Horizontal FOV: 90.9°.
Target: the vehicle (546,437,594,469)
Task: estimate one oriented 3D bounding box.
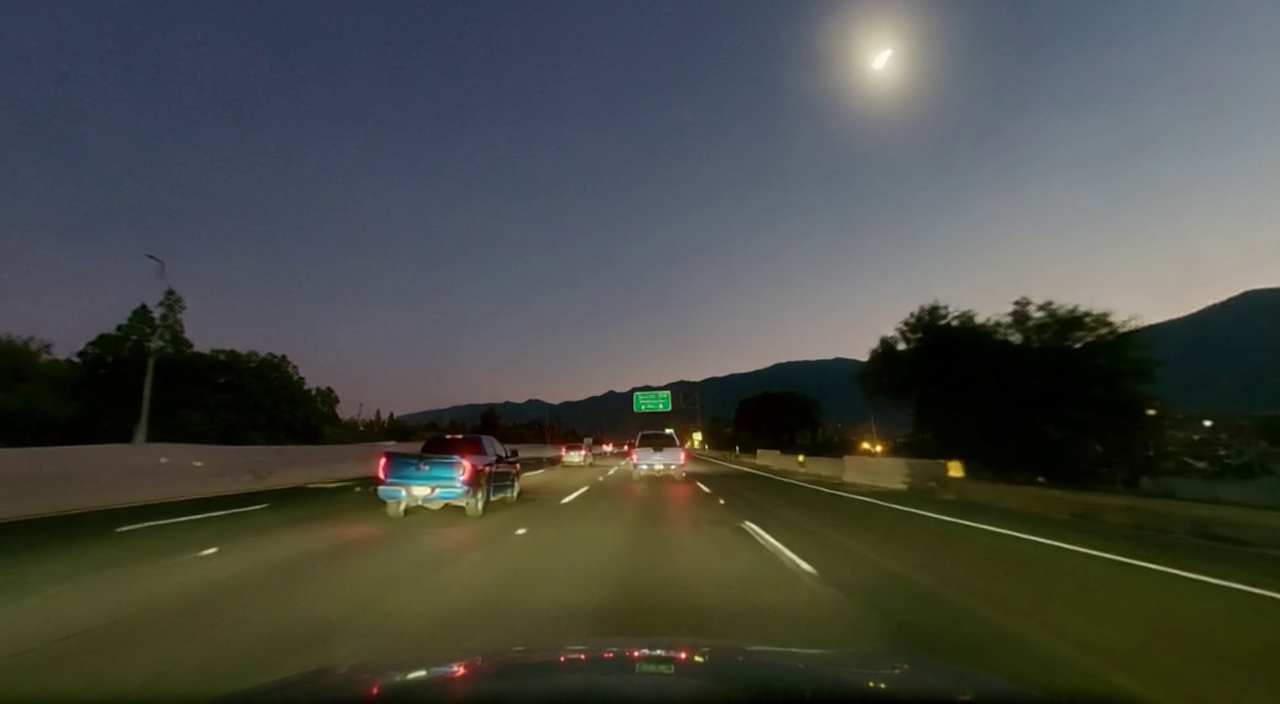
[{"bbox_3d":[-3.778,5.529,34.757,2.106,1.651,4.040,-1,-8,1],"label":"vehicle"}]

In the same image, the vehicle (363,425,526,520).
[{"bbox_3d":[-3.725,2.370,12.886,1.959,1.604,4.065,0,-8,1],"label":"vehicle"}]

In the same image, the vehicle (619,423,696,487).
[{"bbox_3d":[0.553,3.405,21.070,2.229,1.837,5.387,-1,-8,1],"label":"vehicle"}]
